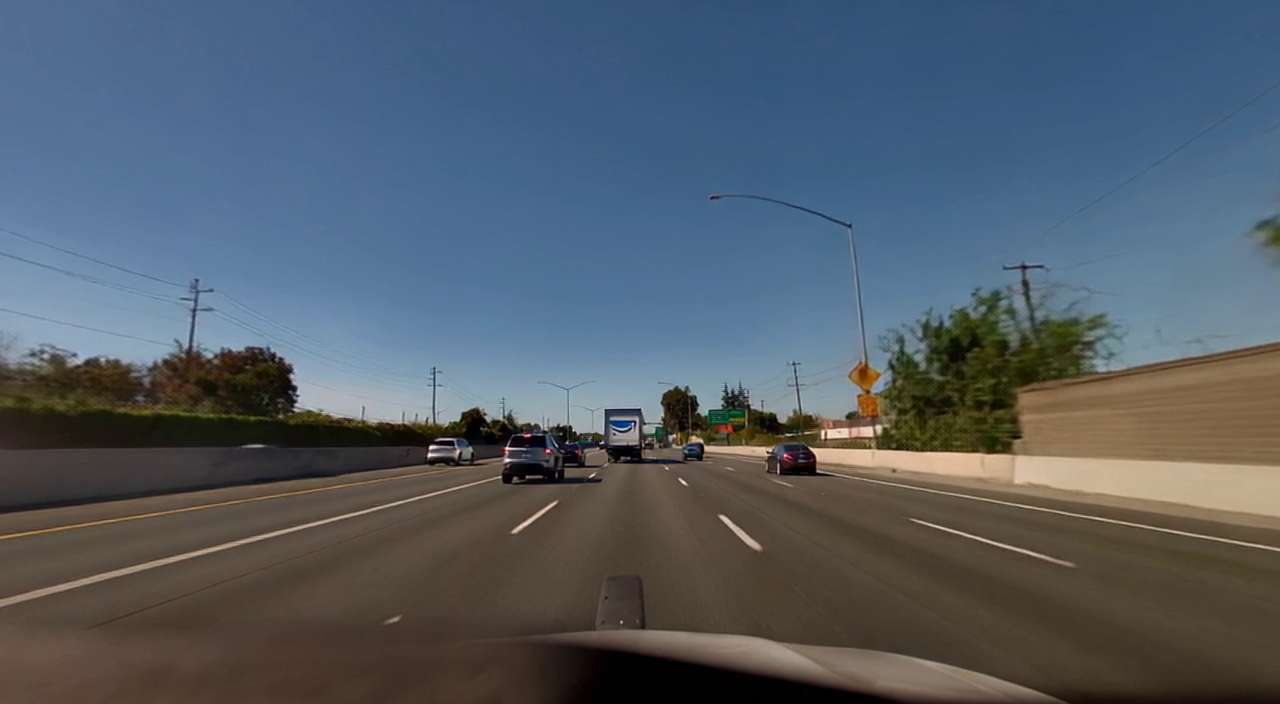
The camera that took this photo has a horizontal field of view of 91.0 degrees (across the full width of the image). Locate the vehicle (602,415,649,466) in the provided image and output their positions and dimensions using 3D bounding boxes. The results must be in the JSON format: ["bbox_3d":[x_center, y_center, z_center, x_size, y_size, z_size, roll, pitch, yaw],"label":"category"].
[{"bbox_3d":[-0.722,5.178,36.657,2.456,2.705,6.251,0,-8,2],"label":"vehicle"}]

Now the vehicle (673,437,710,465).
[{"bbox_3d":[3.278,6.357,40.612,2.067,1.654,3.985,0,-8,0],"label":"vehicle"}]

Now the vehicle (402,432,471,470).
[{"bbox_3d":[-10.130,4.957,31.683,2.023,1.739,4.229,0,-8,0],"label":"vehicle"}]

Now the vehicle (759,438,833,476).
[{"bbox_3d":[6.753,4.606,27.830,1.970,1.499,4.491,1,-8,-2],"label":"vehicle"}]

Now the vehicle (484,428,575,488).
[{"bbox_3d":[-3.413,3.362,20.289,2.095,1.688,4.188,0,-8,1],"label":"vehicle"}]
